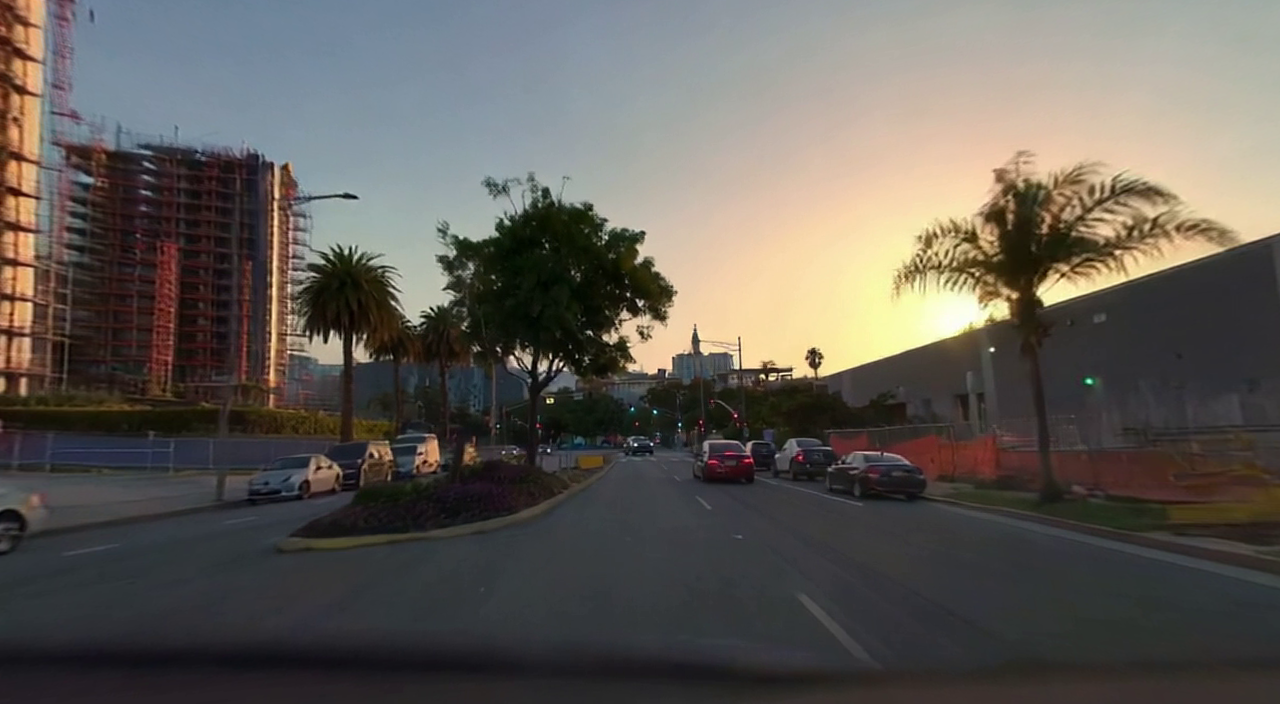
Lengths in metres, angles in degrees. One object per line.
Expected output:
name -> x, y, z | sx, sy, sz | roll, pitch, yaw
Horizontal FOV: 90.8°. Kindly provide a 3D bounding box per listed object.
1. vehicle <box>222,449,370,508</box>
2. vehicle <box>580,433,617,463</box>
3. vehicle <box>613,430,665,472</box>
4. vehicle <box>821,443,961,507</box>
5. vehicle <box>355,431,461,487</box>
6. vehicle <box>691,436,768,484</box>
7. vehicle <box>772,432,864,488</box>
vehicle -> -9.971, 3.649, 18.841 | 1.804, 1.478, 4.734 | 0, -8, 0
vehicle -> -2.718, 6.475, 42.603 | 2.180, 1.879, 4.452 | 0, -8, 1
vehicle -> -0.060, 4.641, 29.695 | 2.264, 1.798, 4.258 | 0, -8, 0
vehicle -> 6.424, 3.161, 16.772 | 1.819, 1.435, 4.337 | 0, -8, -1
vehicle -> -10.070, 4.775, 28.049 | 2.294, 1.948, 6.025 | -6, -10, 0
vehicle -> 3.010, 3.724, 22.077 | 1.999, 1.487, 3.939 | 0, -8, -2
vehicle -> 6.256, 3.855, 22.823 | 1.886, 1.792, 4.525 | 0, -8, -1
